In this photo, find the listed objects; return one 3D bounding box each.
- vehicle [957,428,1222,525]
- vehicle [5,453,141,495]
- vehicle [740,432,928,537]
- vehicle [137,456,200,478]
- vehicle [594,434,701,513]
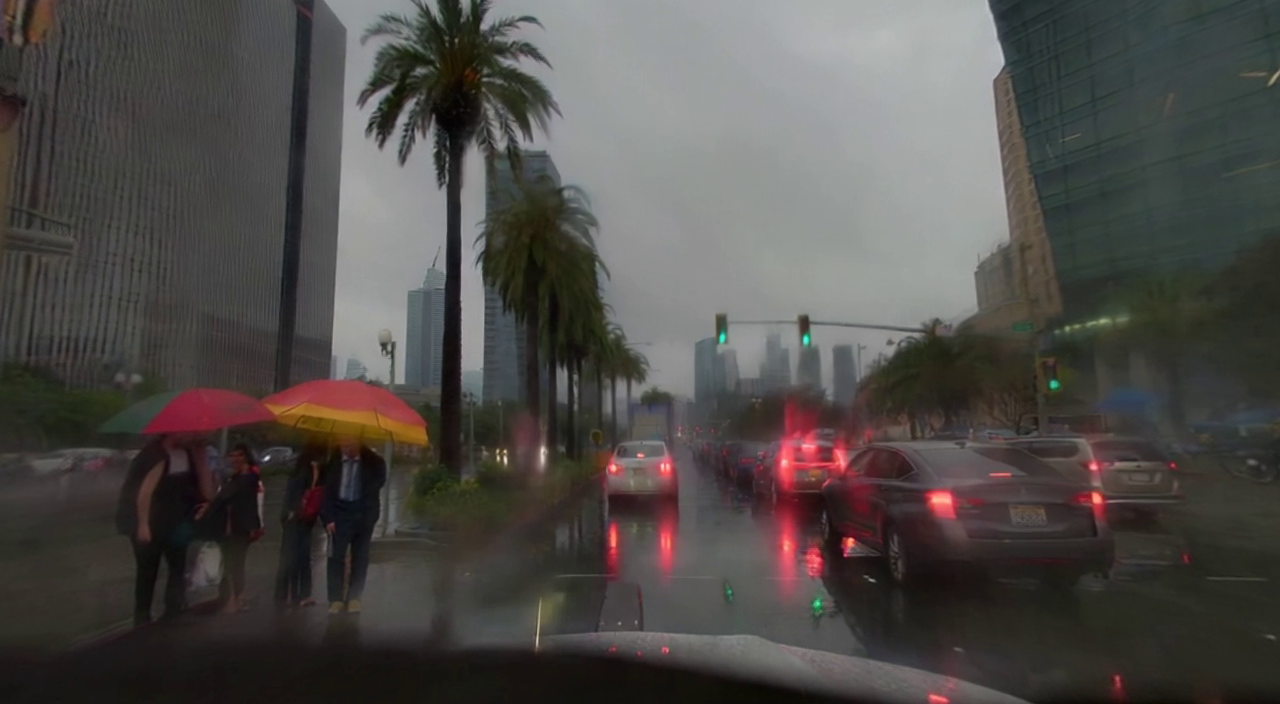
[{"bbox_3d":[8.177,2.283,12.089,1.859,1.508,4.259,0,-9,-1],"label":"vehicle"},{"bbox_3d":[-26.698,5.719,29.931,2.105,1.793,4.812,0,-9,-4],"label":"vehicle"},{"bbox_3d":[3.113,2.222,11.194,1.913,1.469,4.425,0,-9,0],"label":"vehicle"},{"bbox_3d":[-36.768,8.978,49.222,1.700,1.527,4.445,1,-9,-4],"label":"vehicle"},{"bbox_3d":[0.177,2.612,13.994,2.048,1.503,3.681,0,-9,1],"label":"vehicle"}]
